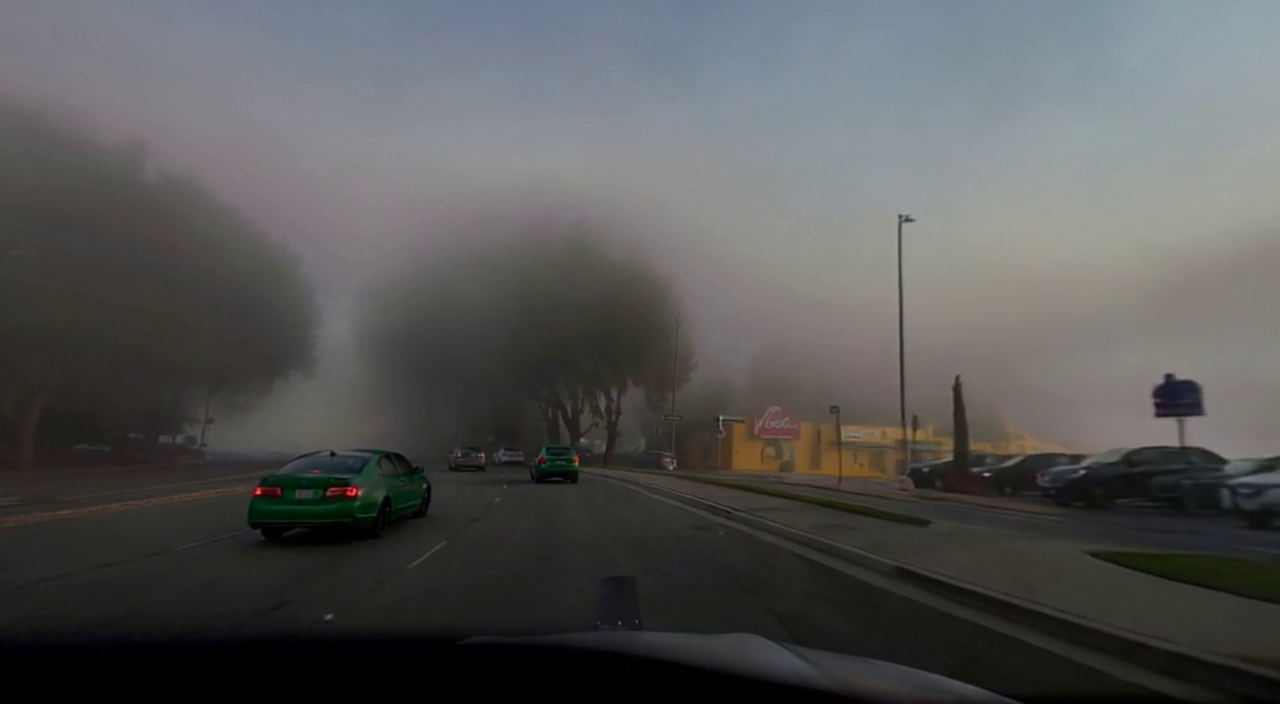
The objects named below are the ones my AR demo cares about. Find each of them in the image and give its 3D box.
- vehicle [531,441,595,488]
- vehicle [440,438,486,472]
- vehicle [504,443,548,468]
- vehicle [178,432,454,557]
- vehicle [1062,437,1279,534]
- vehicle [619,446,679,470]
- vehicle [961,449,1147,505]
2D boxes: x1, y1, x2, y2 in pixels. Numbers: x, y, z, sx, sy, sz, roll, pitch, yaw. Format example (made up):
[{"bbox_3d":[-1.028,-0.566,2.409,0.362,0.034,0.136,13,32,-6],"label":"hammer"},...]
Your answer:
[{"bbox_3d":[-2.868,3.961,22.555,2.001,1.483,4.442,2,-9,-10],"label":"vehicle"},{"bbox_3d":[-8.928,5.166,31.822,2.042,1.593,3.956,2,-9,-16],"label":"vehicle"},{"bbox_3d":[-7.053,6.352,38.701,1.920,1.416,4.310,3,-9,-20],"label":"vehicle"},{"bbox_3d":[-4.620,2.080,10.064,2.105,1.477,4.857,1,-8,-4],"label":"vehicle"},{"bbox_3d":[10.813,2.444,12.262,1.919,1.489,4.889,0,-8,2],"label":"vehicle"},{"bbox_3d":[0.654,8.154,48.758,2.095,1.697,4.801,6,-11,-37],"label":"vehicle"},{"bbox_3d":[13.106,3.955,20.144,4.442,1.646,2.106,0,-8,-1],"label":"vehicle"}]
